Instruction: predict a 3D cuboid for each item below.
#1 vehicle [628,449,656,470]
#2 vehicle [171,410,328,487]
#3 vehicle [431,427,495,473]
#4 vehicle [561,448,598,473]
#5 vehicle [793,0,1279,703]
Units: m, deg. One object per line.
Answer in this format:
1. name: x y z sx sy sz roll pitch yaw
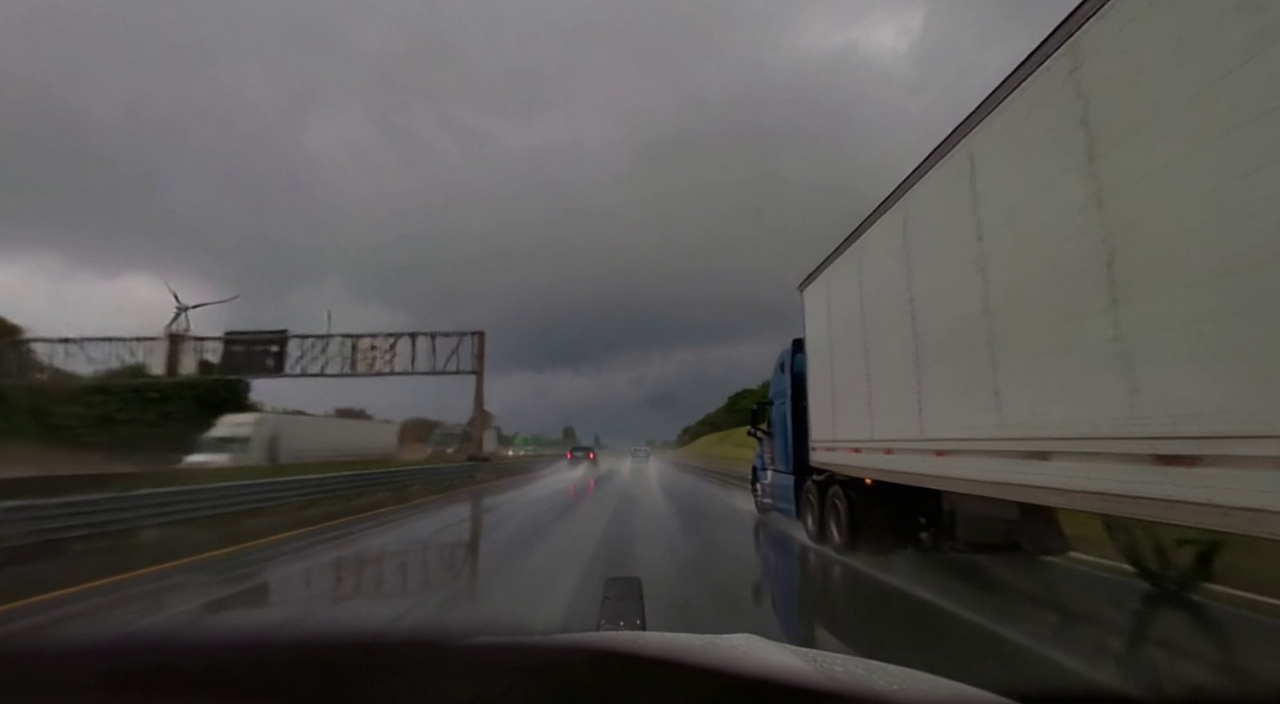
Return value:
1. vehicle: 0.130 7.825 46.285 1.931 1.453 3.695 0 -9 0
2. vehicle: -19.641 4.962 32.530 2.983 3.448 7.709 0 -9 1
3. vehicle: -11.852 6.651 42.876 2.445 2.805 6.838 0 -9 -1
4. vehicle: -3.907 7.078 41.385 1.952 1.521 4.095 0 -9 1
5. vehicle: 3.800 -0.288 2.386 2.947 3.989 13.568 0 -9 0
